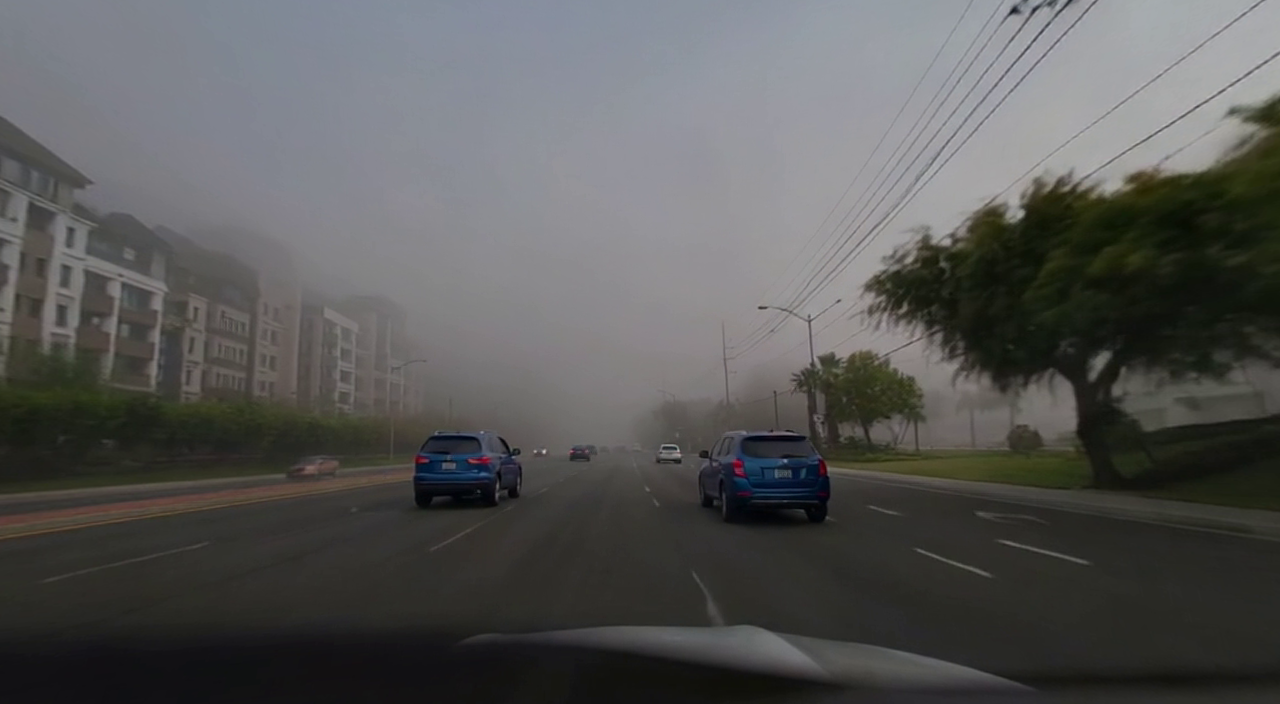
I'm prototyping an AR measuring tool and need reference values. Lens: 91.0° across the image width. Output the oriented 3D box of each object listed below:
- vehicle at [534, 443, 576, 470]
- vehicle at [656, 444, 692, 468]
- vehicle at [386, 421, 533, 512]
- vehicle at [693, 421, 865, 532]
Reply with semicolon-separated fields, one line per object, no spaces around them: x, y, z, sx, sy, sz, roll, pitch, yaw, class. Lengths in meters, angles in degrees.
-5.092;6.314;38.130;2.040;1.482;4.121;0;-9;-1;vehicle
2.160;6.730;40.786;1.981;1.472;3.923;0;-9;-2;vehicle
-4.066;2.684;15.190;2.169;1.796;4.821;0;-9;-1;vehicle
2.368;2.275;12.047;2.198;1.706;4.166;0;-9;-2;vehicle
